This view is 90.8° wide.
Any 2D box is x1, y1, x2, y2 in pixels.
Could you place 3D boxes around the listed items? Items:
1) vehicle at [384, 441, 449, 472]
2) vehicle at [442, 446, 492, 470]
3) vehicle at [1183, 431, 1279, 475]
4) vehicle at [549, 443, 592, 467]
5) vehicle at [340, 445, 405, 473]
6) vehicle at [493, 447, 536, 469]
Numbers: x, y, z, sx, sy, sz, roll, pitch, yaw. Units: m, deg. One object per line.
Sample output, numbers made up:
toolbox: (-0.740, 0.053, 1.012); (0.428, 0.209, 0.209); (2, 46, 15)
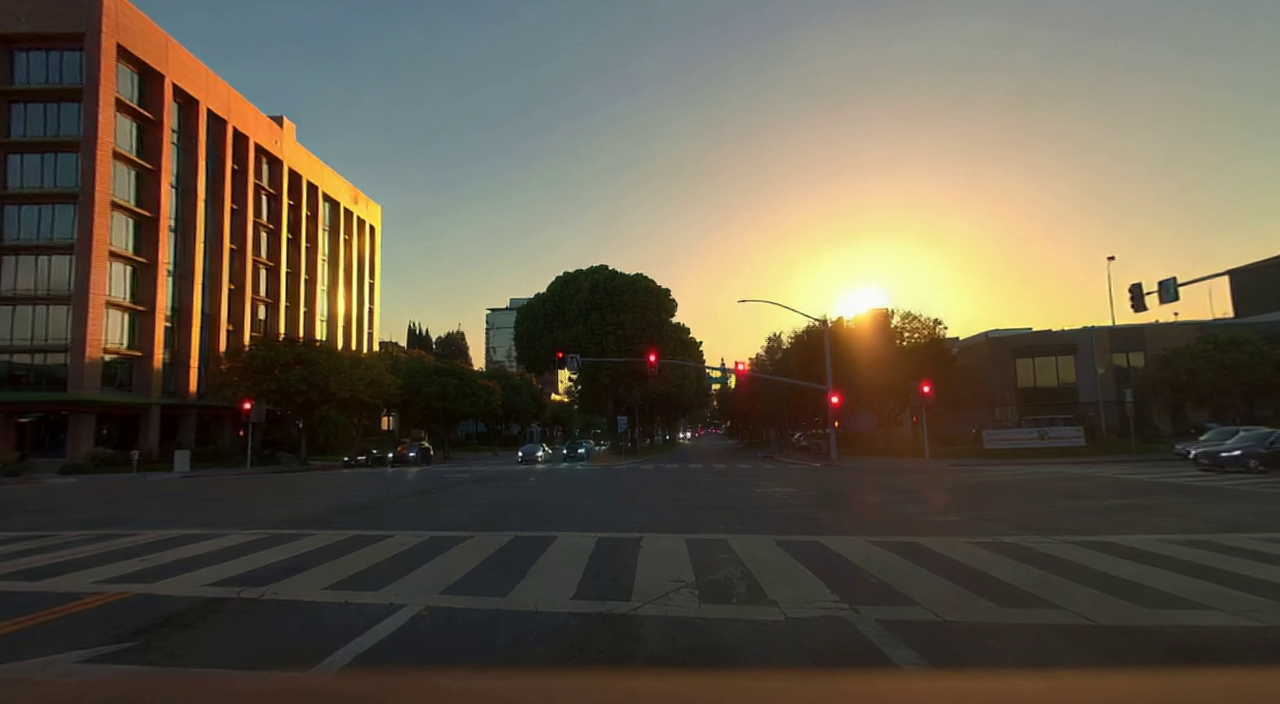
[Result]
vehicle: (-15.130, 7.127, 43.248); (2.340, 1.946, 5.450); (-1, -9, 1)
vehicle: (-11.641, 7.153, 42.811); (2.003, 1.476, 4.297); (-1, -9, 2)
vehicle: (22.322, 3.560, 22.364); (4.474, 1.477, 1.908); (0, -9, -3)
vehicle: (-4.503, 6.759, 41.757); (2.109, 1.461, 4.637); (-1, -9, 2)
vehicle: (-18.540, 7.417, 44.091); (2.237, 1.842, 5.116); (0, -9, 0)
vehicle: (-8.076, 6.850, 40.976); (1.910, 1.288, 4.093); (-1, -9, 1)
